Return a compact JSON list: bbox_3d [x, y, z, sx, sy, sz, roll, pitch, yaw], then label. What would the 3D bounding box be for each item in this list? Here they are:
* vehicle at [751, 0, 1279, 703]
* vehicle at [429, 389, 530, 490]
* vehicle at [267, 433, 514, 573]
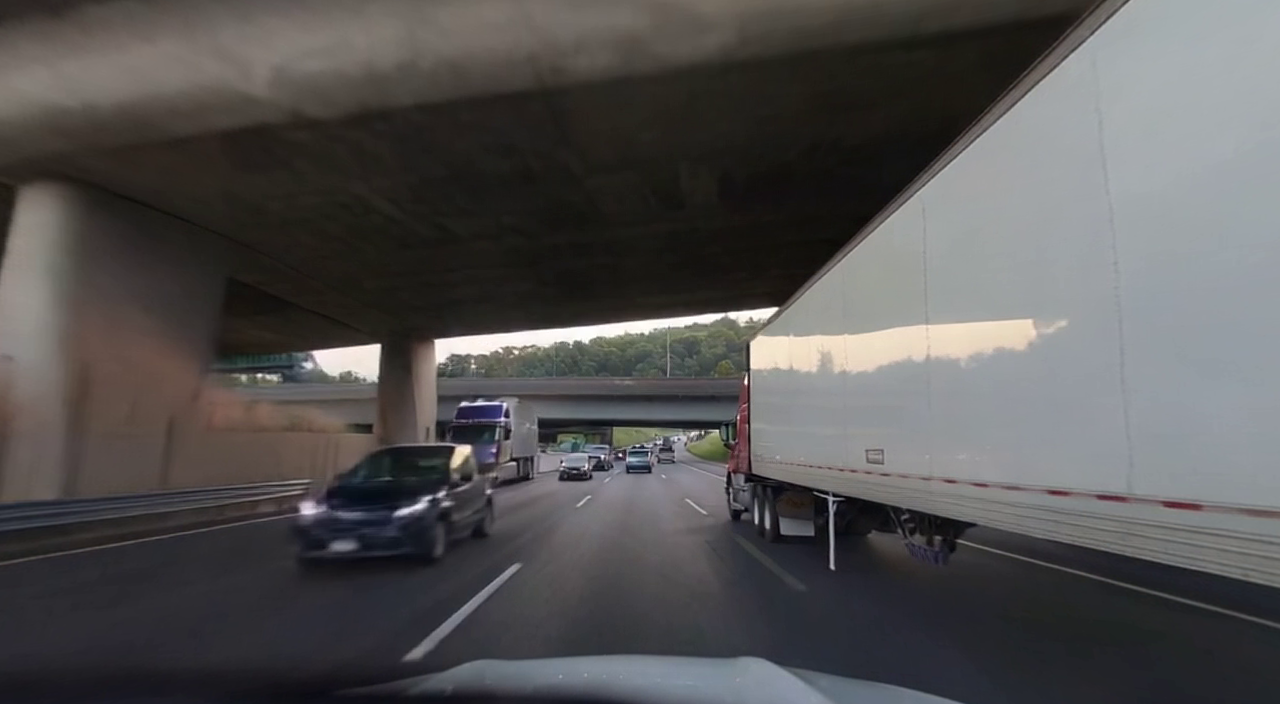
[{"bbox_3d":[3.281,-0.095,3.469,2.845,4.071,14.008,0,-9,0],"label":"vehicle"},{"bbox_3d":[-6.858,3.893,27.962,2.910,3.989,5.837,0,-9,0],"label":"vehicle"},{"bbox_3d":[-3.202,2.007,9.101,1.949,1.555,3.888,0,-9,0],"label":"vehicle"}]
